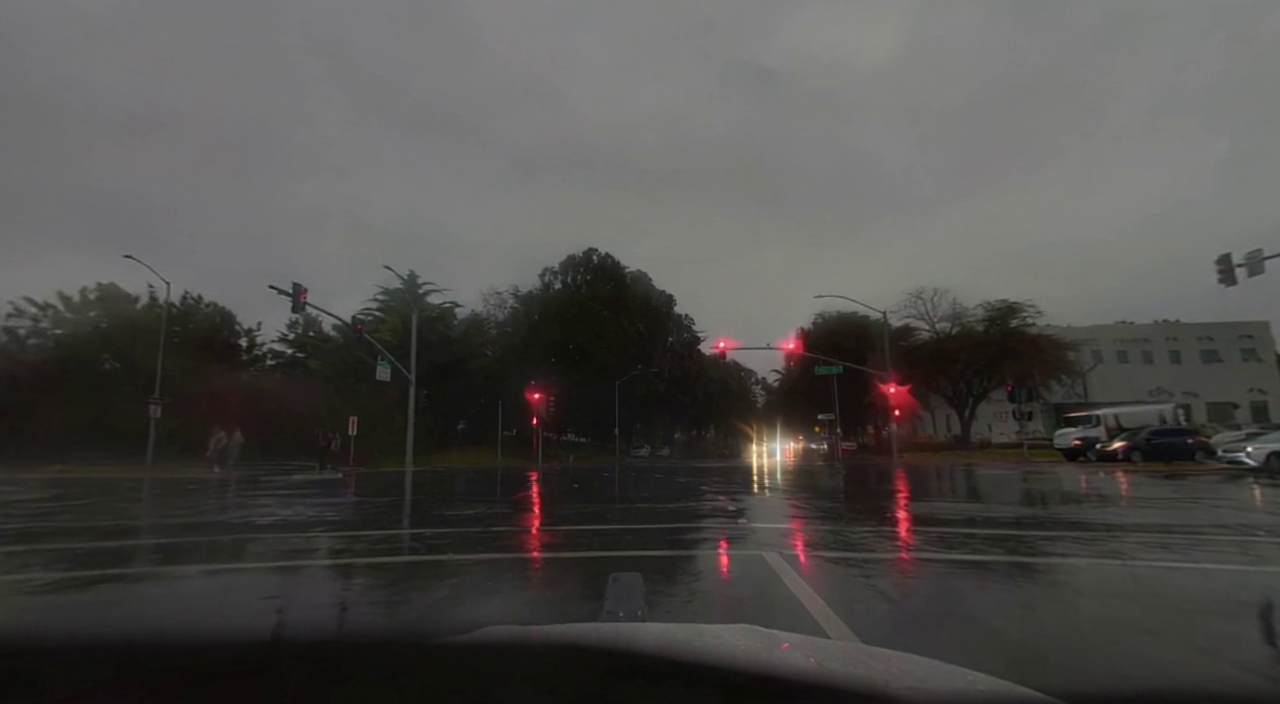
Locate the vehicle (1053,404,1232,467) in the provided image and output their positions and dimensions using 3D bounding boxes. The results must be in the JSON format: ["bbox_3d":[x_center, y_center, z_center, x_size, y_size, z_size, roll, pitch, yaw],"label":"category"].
[{"bbox_3d":[22.967,3.883,29.168,5.855,2.746,2.523,-1,-9,4],"label":"vehicle"}]

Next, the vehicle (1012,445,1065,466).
[{"bbox_3d":[27.681,7.195,44.003,1.589,1.405,3.633,-1,-9,6],"label":"vehicle"}]

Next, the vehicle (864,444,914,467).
[{"bbox_3d":[17.515,7.274,44.593,1.789,1.557,4.293,0,-9,1],"label":"vehicle"}]

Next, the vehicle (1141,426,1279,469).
[{"bbox_3d":[21.341,3.437,22.797,4.740,1.464,1.876,-1,-9,3],"label":"vehicle"}]
